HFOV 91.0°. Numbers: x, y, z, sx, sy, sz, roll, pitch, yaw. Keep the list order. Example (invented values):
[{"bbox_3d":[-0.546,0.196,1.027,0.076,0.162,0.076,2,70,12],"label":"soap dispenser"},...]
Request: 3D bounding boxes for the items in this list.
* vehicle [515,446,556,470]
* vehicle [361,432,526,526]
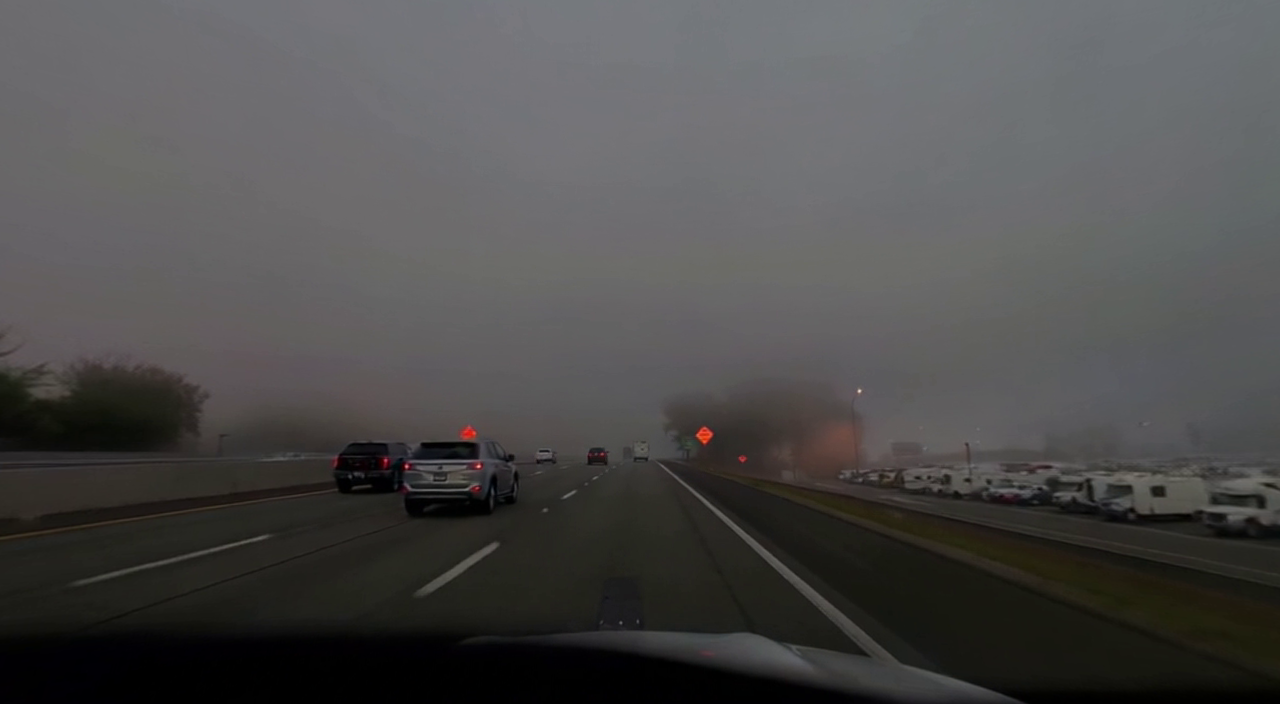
[{"bbox_3d":[-7.454,7.615,45.389,2.046,1.644,4.422,0,-9,1],"label":"vehicle"},{"bbox_3d":[-3.921,2.601,13.484,2.070,1.665,4.213,0,-9,1],"label":"vehicle"}]
